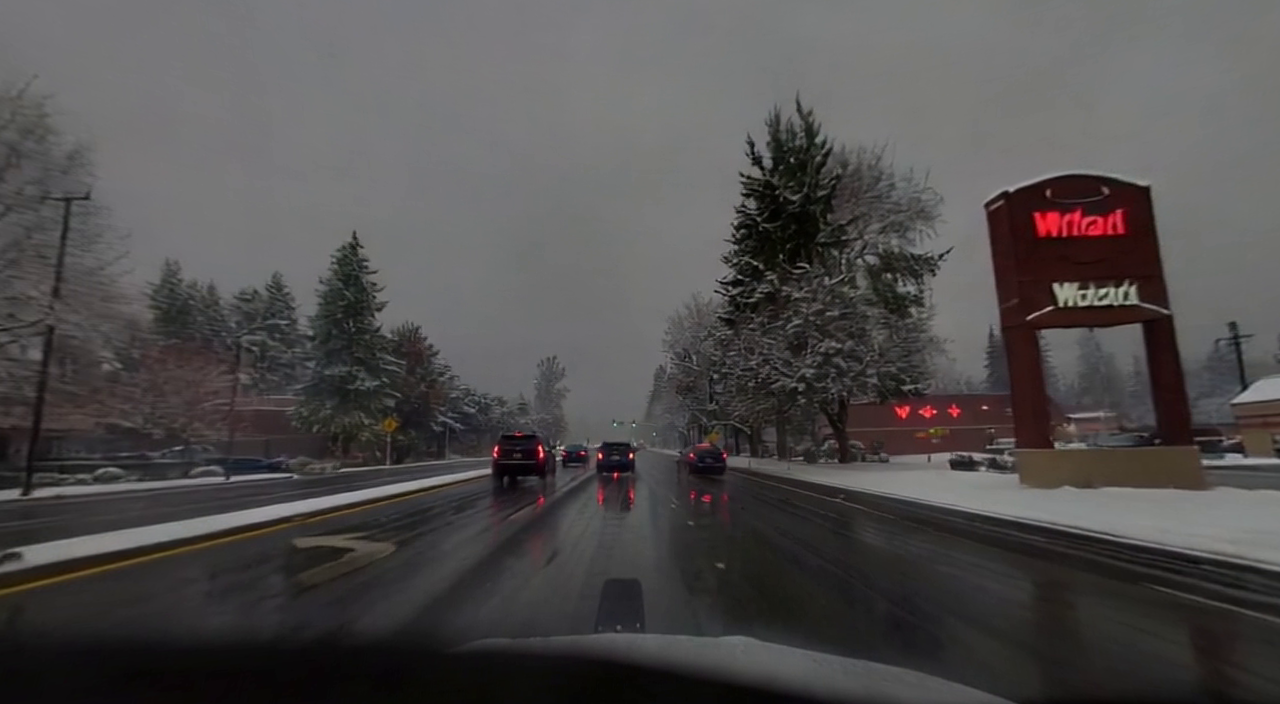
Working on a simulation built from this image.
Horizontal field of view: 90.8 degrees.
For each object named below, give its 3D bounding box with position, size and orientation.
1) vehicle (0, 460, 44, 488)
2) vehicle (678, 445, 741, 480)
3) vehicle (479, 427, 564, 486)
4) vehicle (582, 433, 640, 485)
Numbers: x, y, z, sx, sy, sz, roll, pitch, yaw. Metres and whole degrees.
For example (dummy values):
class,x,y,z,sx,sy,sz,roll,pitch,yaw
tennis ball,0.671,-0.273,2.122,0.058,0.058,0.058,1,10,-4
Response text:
class,x,y,z,sx,sy,sz,roll,pitch,yaw
vehicle,-38.706,7.448,38.677,1.871,1.468,4.670,4,-9,-27
vehicle,3.089,5.049,29.201,2.207,1.447,4.418,0,-8,-3
vehicle,-4.401,4.012,24.508,2.252,1.999,5.605,0,-8,0
vehicle,-1.035,4.084,24.325,2.061,1.809,4.141,0,-8,-1
